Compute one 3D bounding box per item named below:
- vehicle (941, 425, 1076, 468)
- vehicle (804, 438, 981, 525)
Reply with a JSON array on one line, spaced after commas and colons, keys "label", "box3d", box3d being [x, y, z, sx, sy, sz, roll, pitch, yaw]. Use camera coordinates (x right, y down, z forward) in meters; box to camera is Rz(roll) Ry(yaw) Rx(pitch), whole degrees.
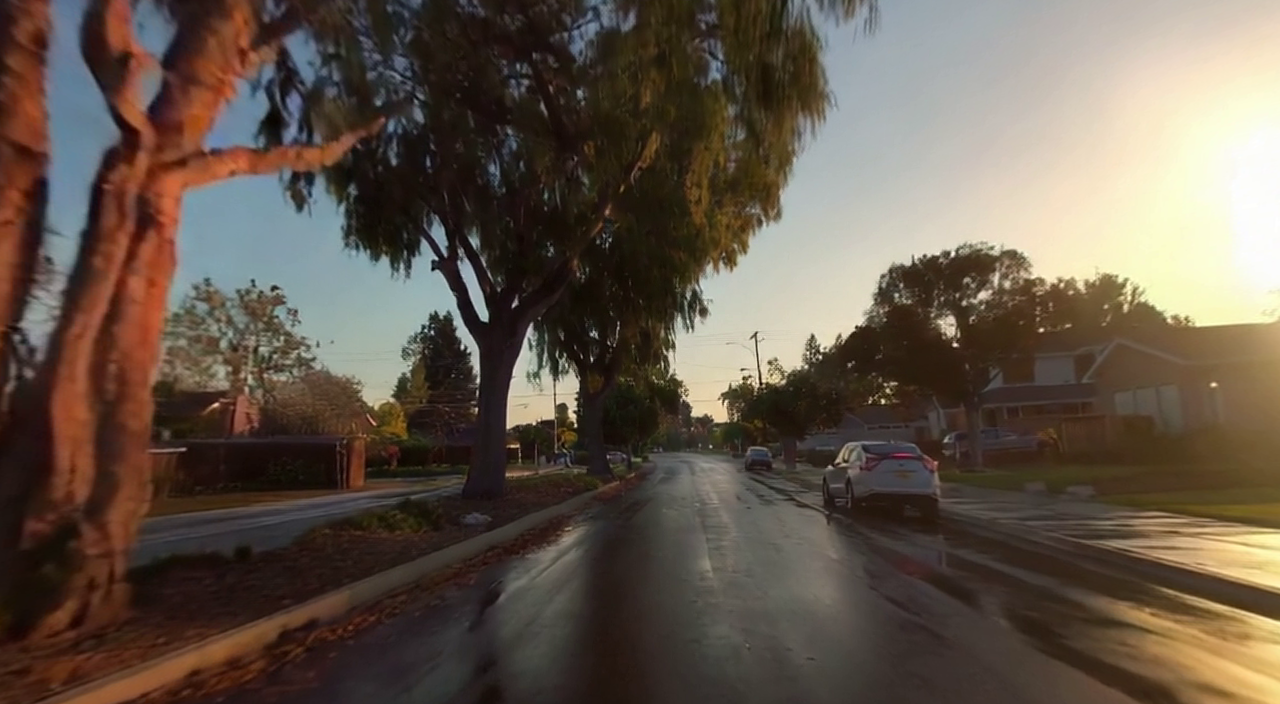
[{"label": "vehicle", "box3d": [13.602, 3.533, 23.482, 3.827, 1.512, 1.855, -1, -8, 5]}, {"label": "vehicle", "box3d": [5.076, 2.630, 13.495, 1.979, 1.524, 4.578, 0, -8, 1]}]
